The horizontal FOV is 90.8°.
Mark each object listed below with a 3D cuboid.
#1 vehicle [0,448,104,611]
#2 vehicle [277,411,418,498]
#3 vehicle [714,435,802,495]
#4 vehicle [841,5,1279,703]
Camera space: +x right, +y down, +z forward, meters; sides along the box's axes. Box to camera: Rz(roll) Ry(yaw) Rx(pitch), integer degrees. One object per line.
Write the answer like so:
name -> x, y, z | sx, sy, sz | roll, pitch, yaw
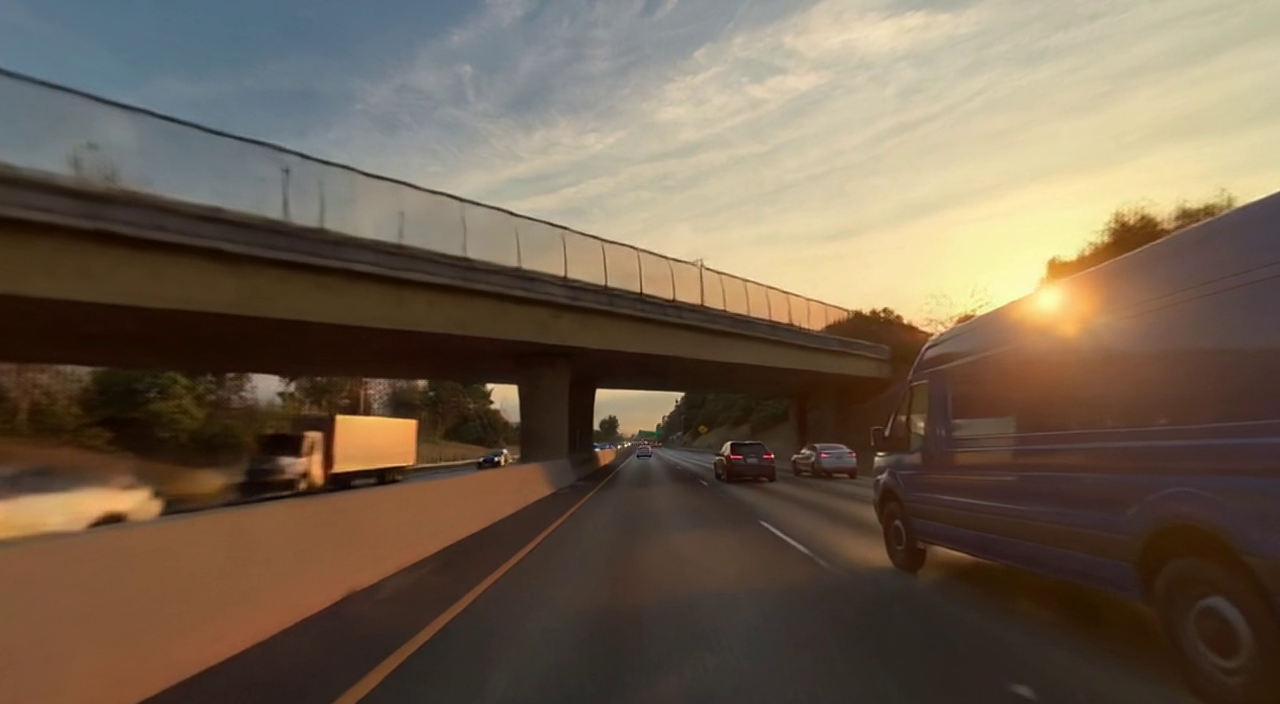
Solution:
vehicle -> -7.616, 1.740, 5.843 | 1.828, 1.681, 3.860 | 0, -9, 0
vehicle -> -14.902, 5.352, 33.134 | 3.283, 3.956, 8.184 | 0, -9, 1
vehicle -> 3.703, 3.640, 20.595 | 2.009, 1.731, 4.149 | 0, -9, -1
vehicle -> 3.861, 0.468, 4.549 | 2.460, 3.155, 6.902 | 0, -9, 0
